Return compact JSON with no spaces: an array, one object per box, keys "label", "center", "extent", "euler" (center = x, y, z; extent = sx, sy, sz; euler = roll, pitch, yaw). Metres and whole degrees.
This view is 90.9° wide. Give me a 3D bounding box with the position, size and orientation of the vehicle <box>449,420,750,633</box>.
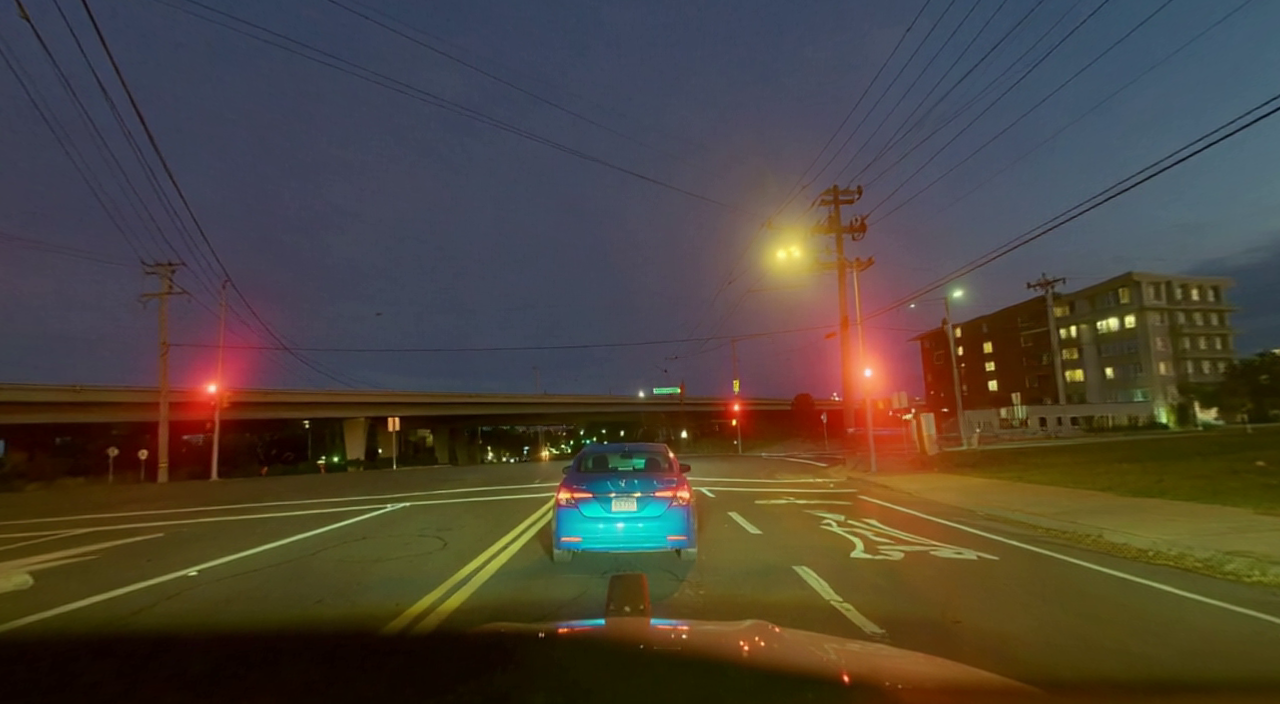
[{"label":"vehicle","center":[-0.248,1.525,6.471],"extent":[2.090,1.458,4.033],"euler":[-1,-9,1]}]
